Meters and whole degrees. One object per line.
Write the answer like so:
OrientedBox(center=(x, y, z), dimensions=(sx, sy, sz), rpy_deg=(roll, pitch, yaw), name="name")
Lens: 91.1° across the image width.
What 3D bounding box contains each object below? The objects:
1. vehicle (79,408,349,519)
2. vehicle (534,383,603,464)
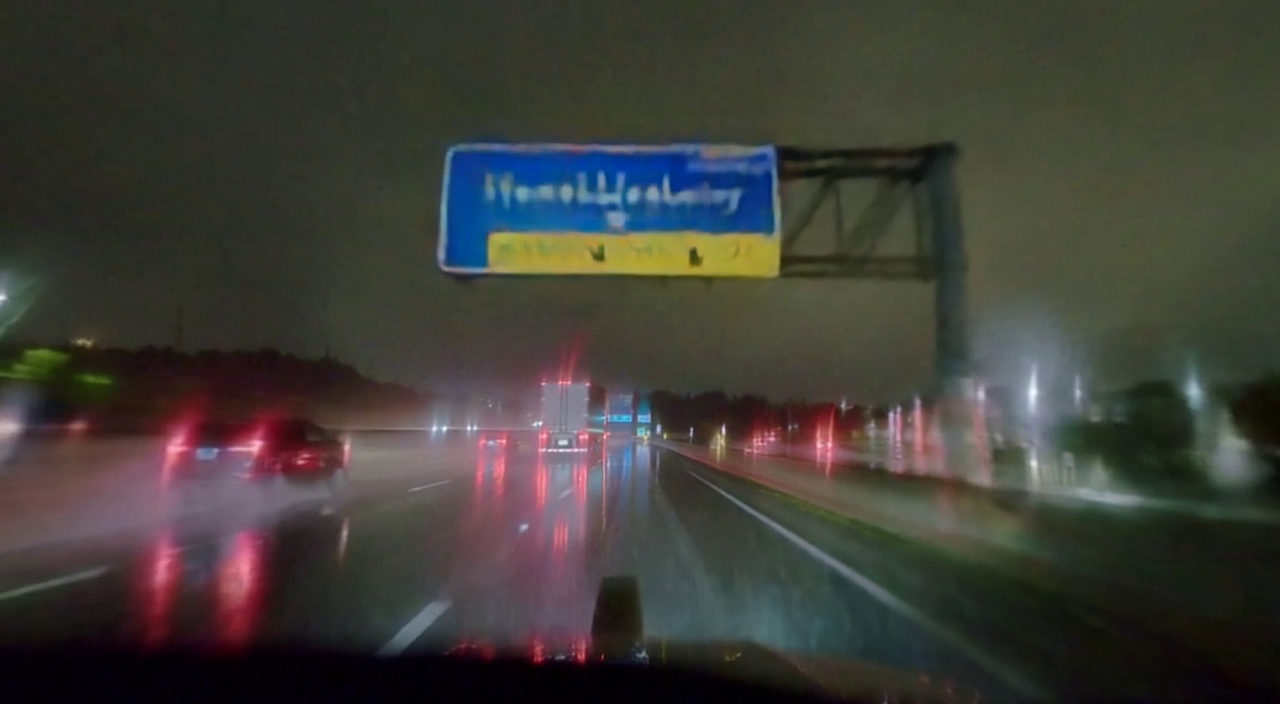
OrientedBox(center=(-7.582, 2.005, 11.922), dimensions=(2.075, 1.691, 4.431), rpy_deg=(0, -8, -1), name="vehicle")
OrientedBox(center=(-3.937, 4.406, 37.501), dimensions=(3.002, 3.987, 12.477), rpy_deg=(-1, -8, -2), name="vehicle")
